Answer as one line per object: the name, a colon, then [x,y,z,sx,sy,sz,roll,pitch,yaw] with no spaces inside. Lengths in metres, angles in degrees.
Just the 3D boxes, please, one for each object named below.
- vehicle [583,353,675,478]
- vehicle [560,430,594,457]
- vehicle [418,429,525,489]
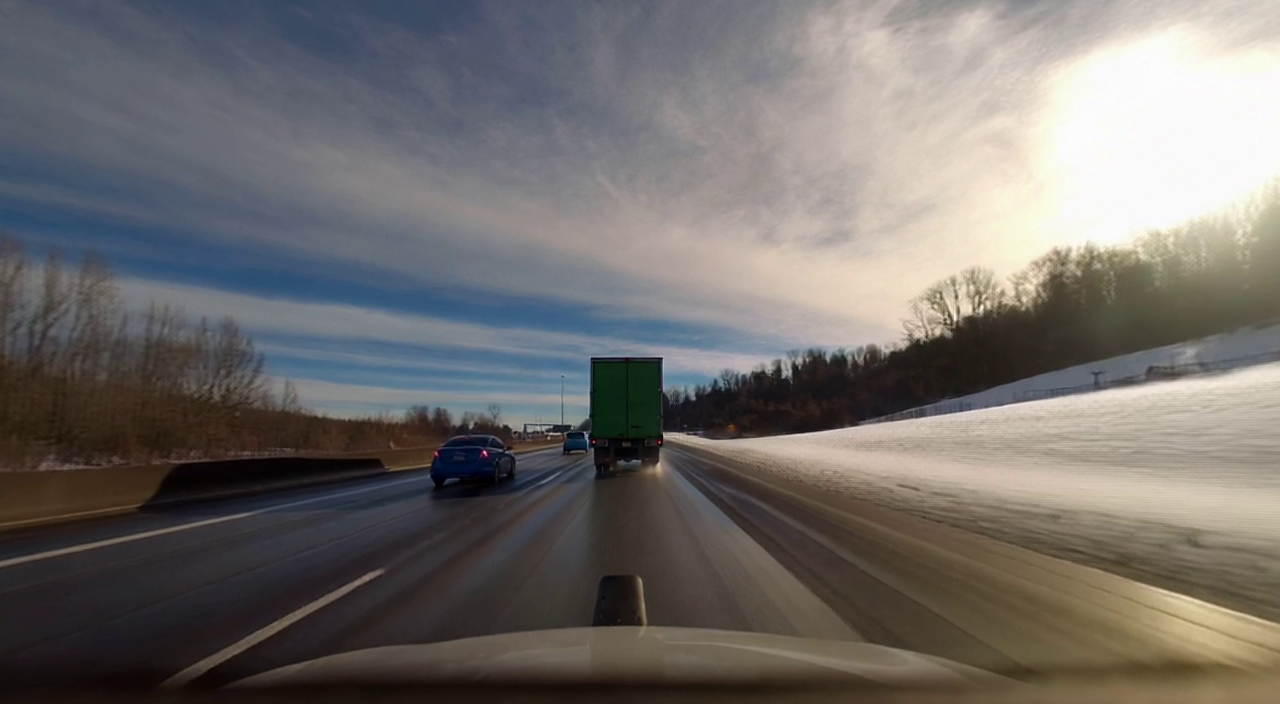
vehicle: [-0.452,2.714,25.427,2.953,4.041,10.072,0,-8,-1]
vehicle: [-4.558,6.698,46.080,2.019,1.834,4.644,0,-8,0]
vehicle: [-4.800,3.087,18.628,1.931,1.539,4.441,0,-8,0]
